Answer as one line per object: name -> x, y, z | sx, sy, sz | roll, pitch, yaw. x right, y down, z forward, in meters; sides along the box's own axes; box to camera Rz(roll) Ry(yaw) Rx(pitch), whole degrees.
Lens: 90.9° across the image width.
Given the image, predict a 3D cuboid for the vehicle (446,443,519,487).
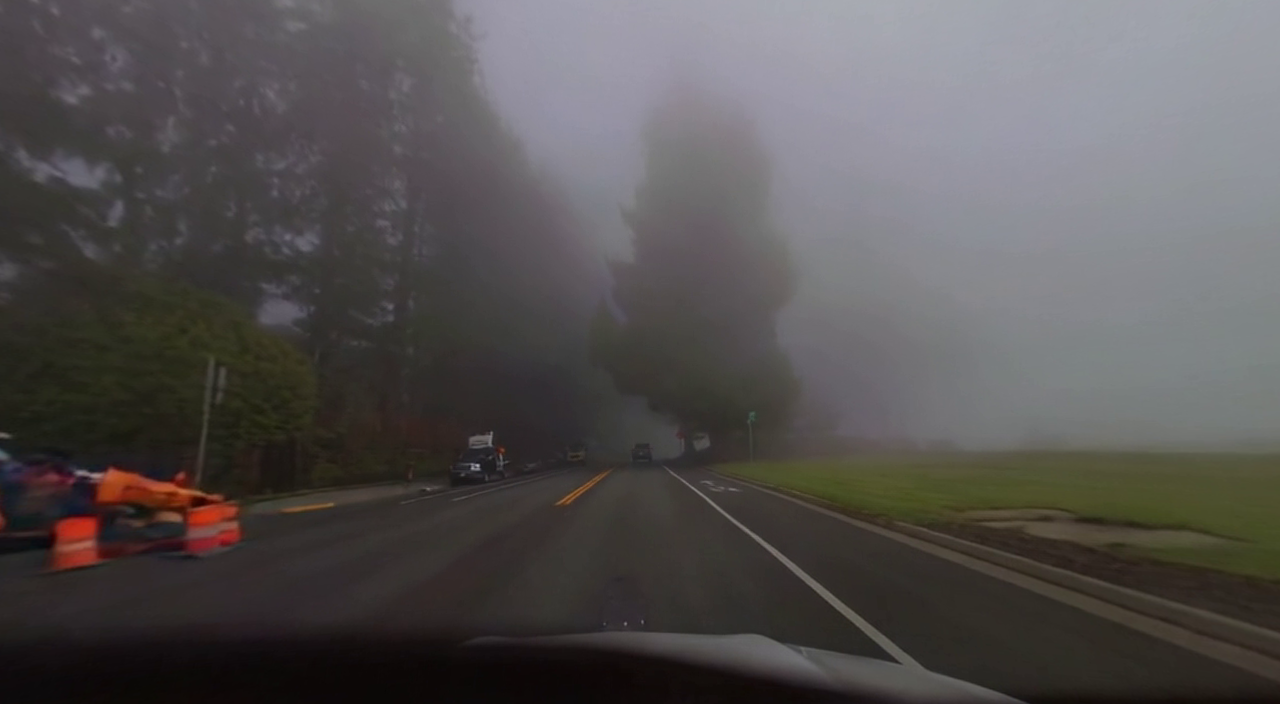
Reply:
vehicle -> -8.199, 5.870, 33.384 | 2.422, 1.855, 6.165 | -4, -7, -2
